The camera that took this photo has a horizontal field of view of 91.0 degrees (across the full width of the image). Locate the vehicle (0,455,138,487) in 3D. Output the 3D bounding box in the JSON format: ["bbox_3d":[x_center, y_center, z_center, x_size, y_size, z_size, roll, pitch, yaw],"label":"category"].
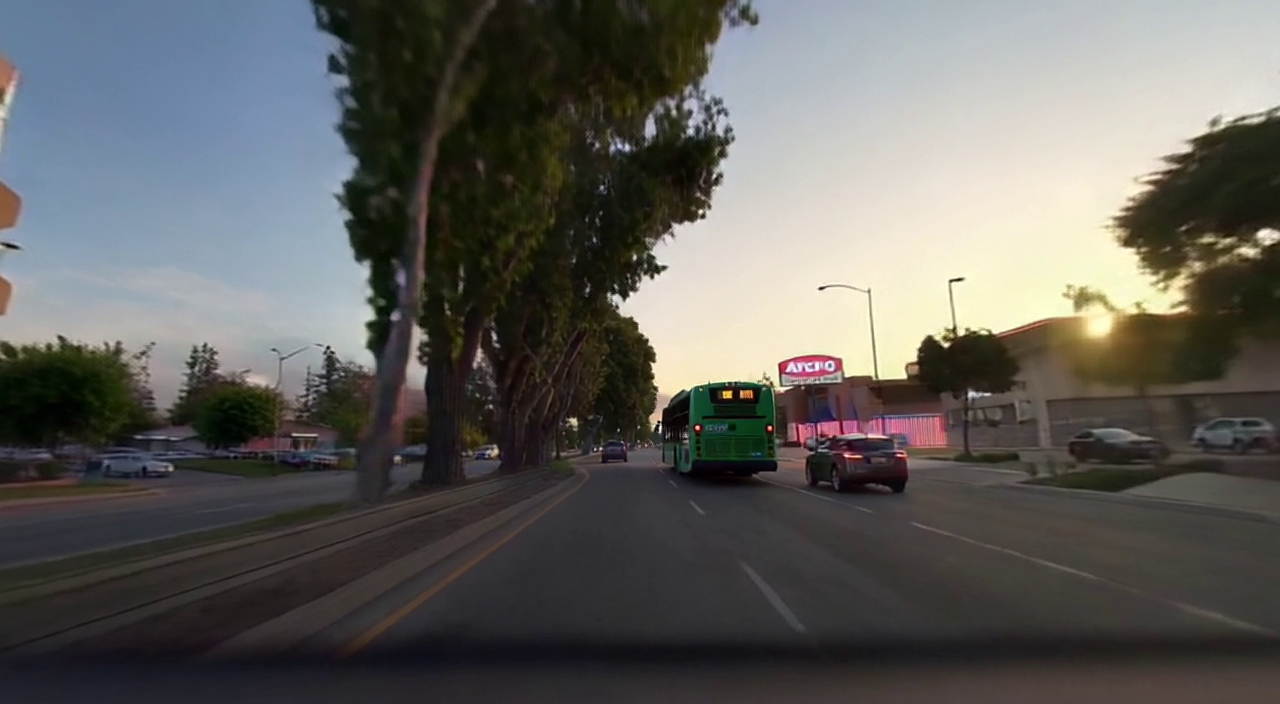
[{"bbox_3d":[-30.885,6.412,34.272,2.314,1.487,5.898,0,-9,-1],"label":"vehicle"}]

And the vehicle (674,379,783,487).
[{"bbox_3d":[2.946,3.130,23.956,2.766,3.306,9.281,0,-8,0],"label":"vehicle"}]

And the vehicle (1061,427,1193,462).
[{"bbox_3d":[21.891,4.152,28.359,4.589,1.480,1.979,1,-8,-10],"label":"vehicle"}]

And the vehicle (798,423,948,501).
[{"bbox_3d":[5.927,2.856,16.779,2.129,1.754,4.668,0,-8,-1],"label":"vehicle"}]

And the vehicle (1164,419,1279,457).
[{"bbox_3d":[27.260,4.000,29.064,4.499,1.685,2.065,2,-9,-9],"label":"vehicle"}]

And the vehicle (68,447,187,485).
[{"bbox_3d":[-28.216,6.250,34.953,2.181,1.901,5.196,0,-8,1],"label":"vehicle"}]

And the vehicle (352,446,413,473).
[{"bbox_3d":[-19.182,8.003,47.113,2.277,1.764,5.283,-2,-8,1],"label":"vehicle"}]

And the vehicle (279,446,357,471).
[{"bbox_3d":[-25.197,8.321,49.350,4.857,1.846,2.185,0,-8,-2],"label":"vehicle"}]
